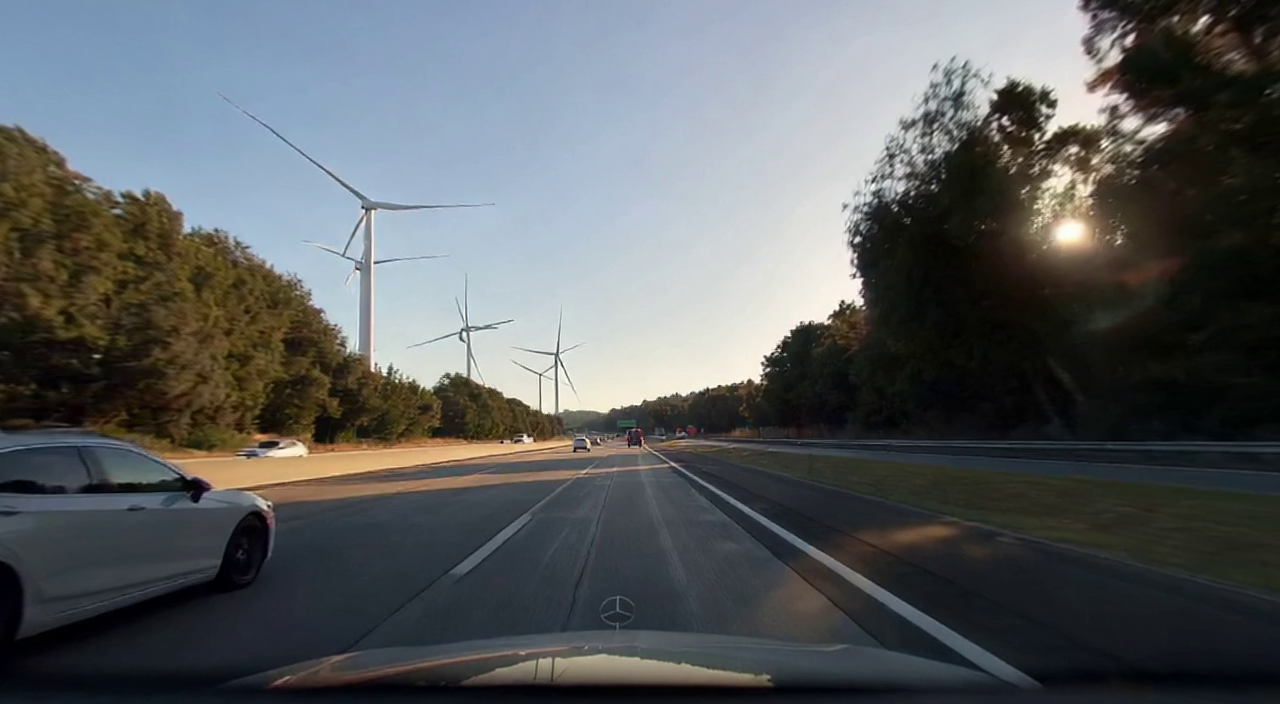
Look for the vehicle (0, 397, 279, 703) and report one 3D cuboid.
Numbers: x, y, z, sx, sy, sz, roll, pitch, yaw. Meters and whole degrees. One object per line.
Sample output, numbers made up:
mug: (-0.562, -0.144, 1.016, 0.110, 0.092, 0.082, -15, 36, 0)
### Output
vehicle: (-3.972, 1.004, 3.190, 1.950, 1.511, 3.965, 0, -8, -1)
